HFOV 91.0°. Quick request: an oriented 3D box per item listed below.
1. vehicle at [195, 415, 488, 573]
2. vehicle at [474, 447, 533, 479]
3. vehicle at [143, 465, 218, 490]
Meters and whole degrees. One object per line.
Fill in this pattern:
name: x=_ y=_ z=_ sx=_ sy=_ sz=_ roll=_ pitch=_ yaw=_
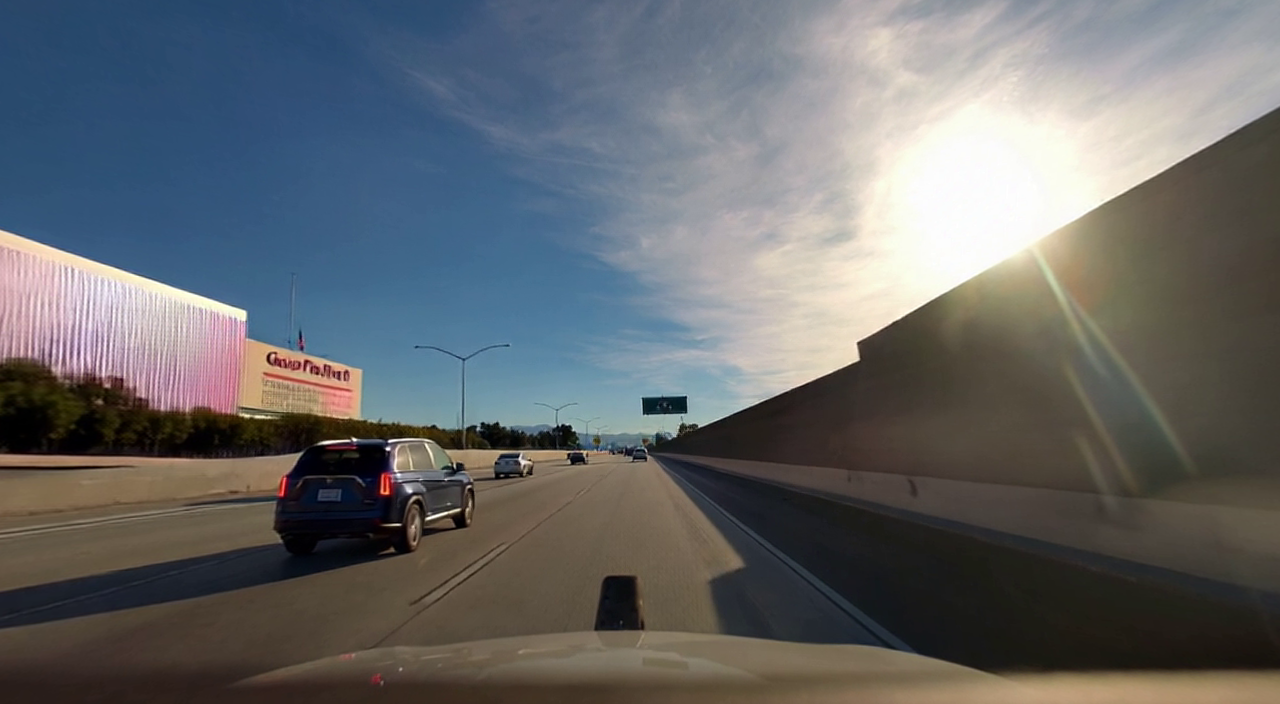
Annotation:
vehicle: x=-3.883 y=1.929 z=9.333 sx=2.059 sy=1.725 sz=4.521 roll=0 pitch=-9 yaw=1
vehicle: x=-7.199 y=5.893 z=33.747 sx=1.998 sy=1.542 sz=4.953 roll=0 pitch=-9 yaw=1
vehicle: x=-32.271 y=8.815 z=44.402 sx=1.820 sy=1.475 sz=4.548 roll=0 pitch=-9 yaw=0
